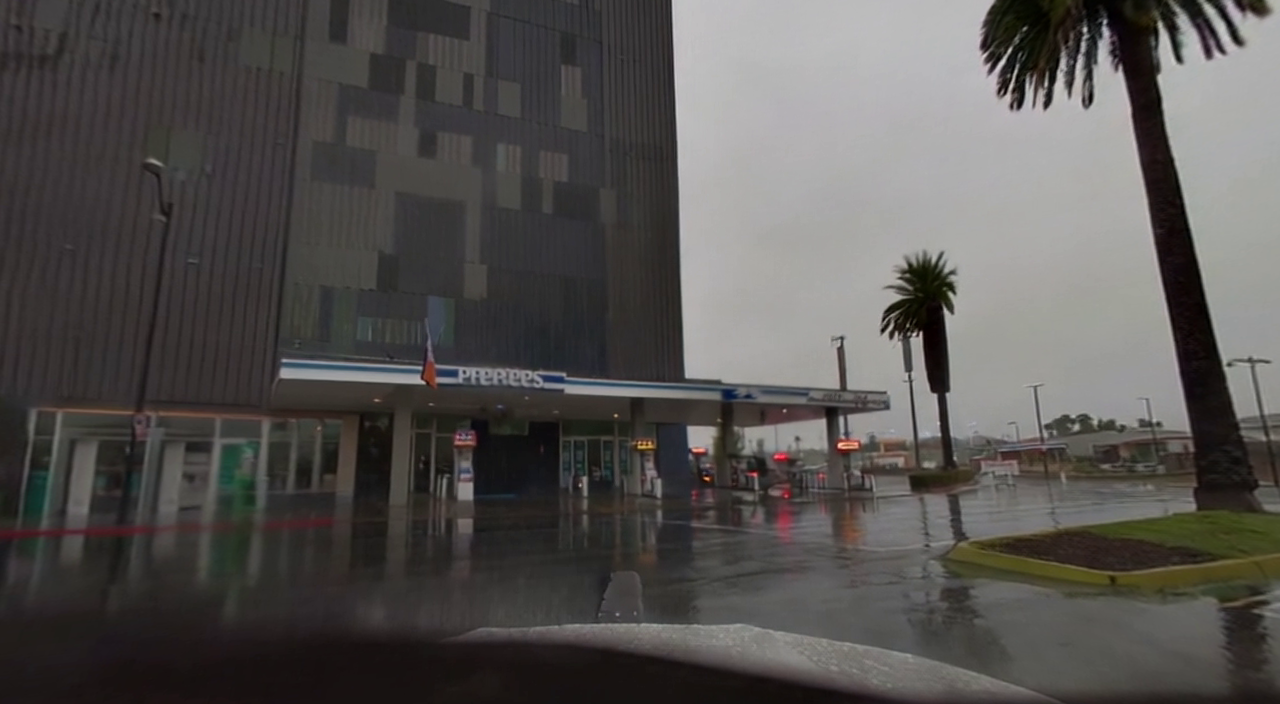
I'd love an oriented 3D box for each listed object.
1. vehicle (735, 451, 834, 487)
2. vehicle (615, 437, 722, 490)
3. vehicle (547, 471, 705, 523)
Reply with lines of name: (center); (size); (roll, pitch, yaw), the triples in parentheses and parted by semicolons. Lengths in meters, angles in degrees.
vehicle: (10.646, 8.553, 46.418); (7.026, 2.329, 2.545); (5, -7, -25)
vehicle: (1.640, 6.351, 35.908); (5.524, 2.504, 2.196); (8, -8, -22)
vehicle: (-0.403, 4.609, 20.380); (4.782, 1.371, 1.763); (4, -10, -27)
